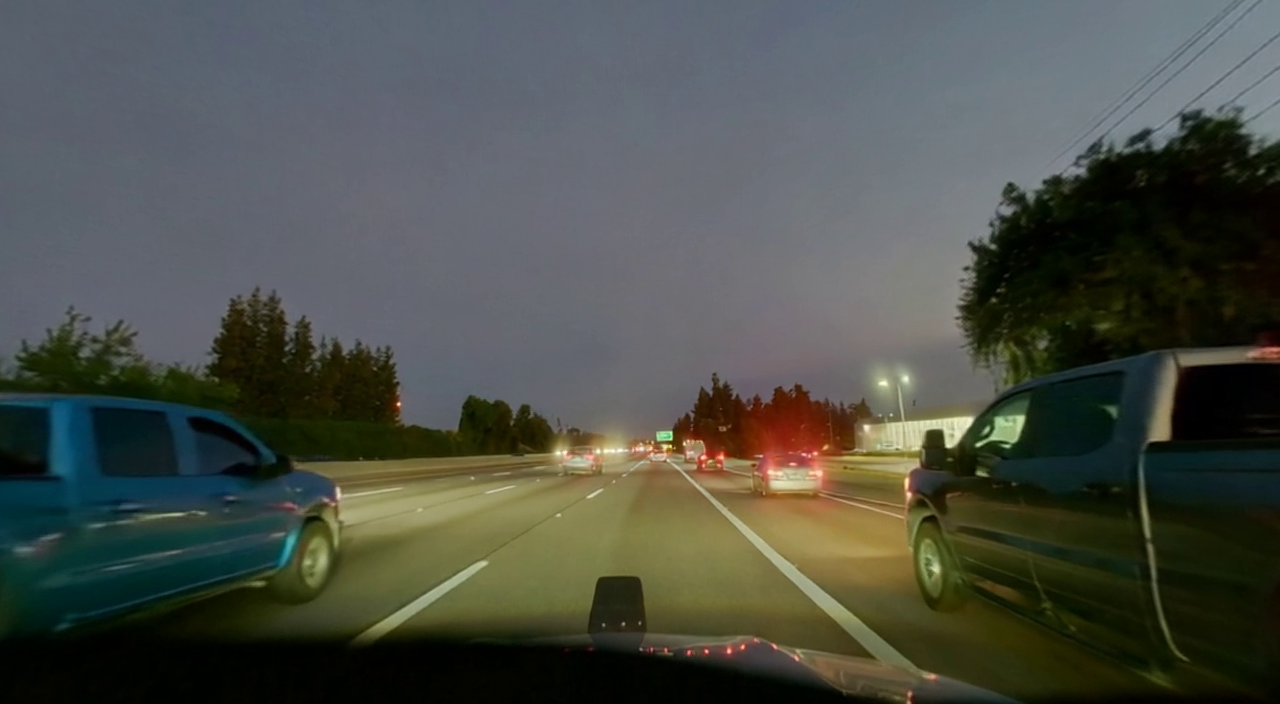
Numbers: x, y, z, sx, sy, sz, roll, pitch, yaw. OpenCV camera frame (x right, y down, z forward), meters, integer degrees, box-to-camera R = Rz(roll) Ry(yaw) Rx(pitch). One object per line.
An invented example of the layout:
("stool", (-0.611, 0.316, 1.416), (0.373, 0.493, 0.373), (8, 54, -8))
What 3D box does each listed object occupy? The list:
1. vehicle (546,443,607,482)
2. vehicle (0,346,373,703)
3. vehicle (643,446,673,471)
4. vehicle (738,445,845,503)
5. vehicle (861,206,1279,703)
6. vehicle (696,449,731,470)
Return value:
("vehicle", (-2.918, 5.192, 30.017), (2.209, 1.714, 4.576), (-1, -8, 3))
("vehicle", (-3.732, 1.030, 3.717), (2.146, 1.775, 4.553), (0, -8, 3))
("vehicle", (1.321, 7.682, 45.780), (2.080, 1.682, 4.150), (0, -8, 1))
("vehicle", (4.314, 3.529, 18.809), (2.111, 1.498, 4.466), (0, -8, 1))
("vehicle", (3.562, 0.720, 2.786), (3.024, 2.092, 6.797), (-1, -8, 3))
("vehicle", (5.329, 7.805, 46.002), (2.072, 1.456, 4.537), (0, -8, 1))
